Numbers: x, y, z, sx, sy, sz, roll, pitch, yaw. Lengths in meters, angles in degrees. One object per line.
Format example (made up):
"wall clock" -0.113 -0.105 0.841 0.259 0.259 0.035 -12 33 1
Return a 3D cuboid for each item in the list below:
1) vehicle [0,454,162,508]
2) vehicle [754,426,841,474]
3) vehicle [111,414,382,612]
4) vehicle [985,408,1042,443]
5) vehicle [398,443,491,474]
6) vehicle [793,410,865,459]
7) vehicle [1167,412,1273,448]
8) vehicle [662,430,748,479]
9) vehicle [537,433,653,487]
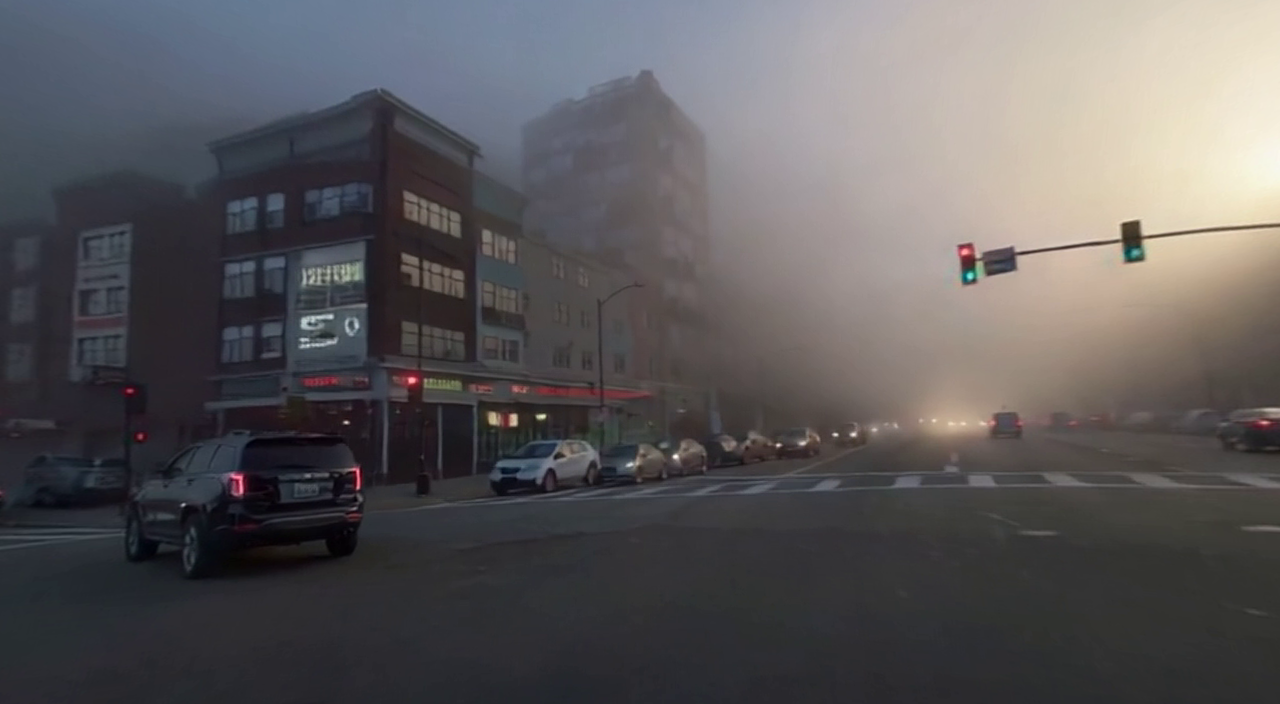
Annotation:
"vehicle" -22.103 4.875 24.460 2.060 1.732 5.462 0 -9 13
"vehicle" 5.732 3.440 22.477 2.149 1.487 4.667 -4 -9 24
"vehicle" -5.498 1.884 8.511 2.157 1.863 4.665 7 -11 -42
"vehicle" 22.353 4.479 37.957 2.115 1.932 5.189 -4 -8 22
"vehicle" -9.765 5.275 31.474 4.286 1.210 1.877 -3 -4 26
"vehicle" 8.926 3.881 29.429 2.428 2.035 5.636 -4 -9 23
"vehicle" 24.976 3.416 27.359 1.863 1.426 4.494 -4 -8 23
"vehicle" 2.422 3.616 22.597 1.931 1.561 3.882 -4 -8 23
"vehicle" -1.457 3.847 23.065 1.993 1.708 5.219 -4 -9 24
